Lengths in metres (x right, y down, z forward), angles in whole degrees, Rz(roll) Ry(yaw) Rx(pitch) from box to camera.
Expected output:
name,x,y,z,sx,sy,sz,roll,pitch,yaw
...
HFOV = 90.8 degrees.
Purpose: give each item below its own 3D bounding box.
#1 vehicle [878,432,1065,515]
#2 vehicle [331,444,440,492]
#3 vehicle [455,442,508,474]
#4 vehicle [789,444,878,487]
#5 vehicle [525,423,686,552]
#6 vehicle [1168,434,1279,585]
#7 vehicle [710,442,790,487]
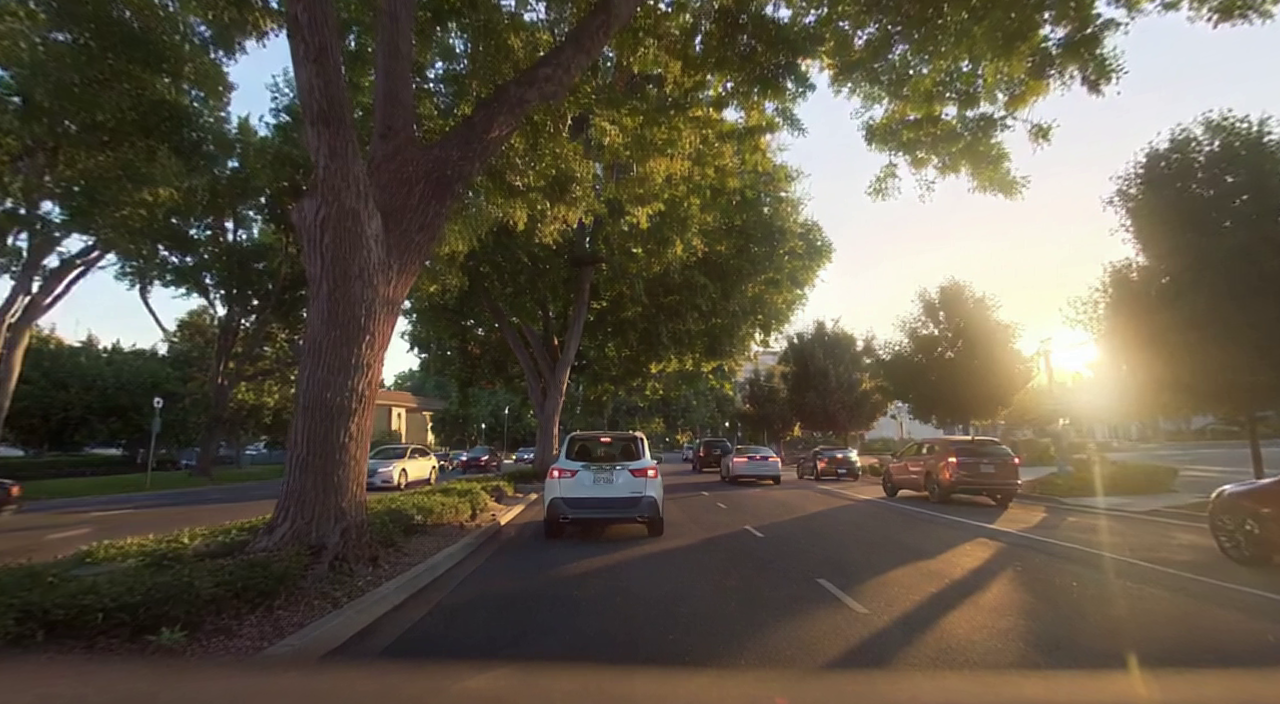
name,x,y,z,sx,sy,sz,roll,pitch,yaw
vehicle,7.724,2.852,15.353,2.168,1.709,4.289,0,-8,0
vehicle,-8.851,4.049,22.495,1.938,1.513,4.593,0,-8,1
vehicle,-8.887,5.975,35.762,1.920,1.663,4.036,0,-8,1
vehicle,7.161,4.228,23.924,1.977,1.485,4.308,0,-8,0
vehicle,-0.523,2.049,10.200,2.106,1.655,3.717,0,-8,-2
vehicle,7.417,1.419,5.217,1.995,1.517,5.006,-1,-8,3
vehicle,3.898,4.068,23.206,2.175,1.477,4.520,0,-8,1
